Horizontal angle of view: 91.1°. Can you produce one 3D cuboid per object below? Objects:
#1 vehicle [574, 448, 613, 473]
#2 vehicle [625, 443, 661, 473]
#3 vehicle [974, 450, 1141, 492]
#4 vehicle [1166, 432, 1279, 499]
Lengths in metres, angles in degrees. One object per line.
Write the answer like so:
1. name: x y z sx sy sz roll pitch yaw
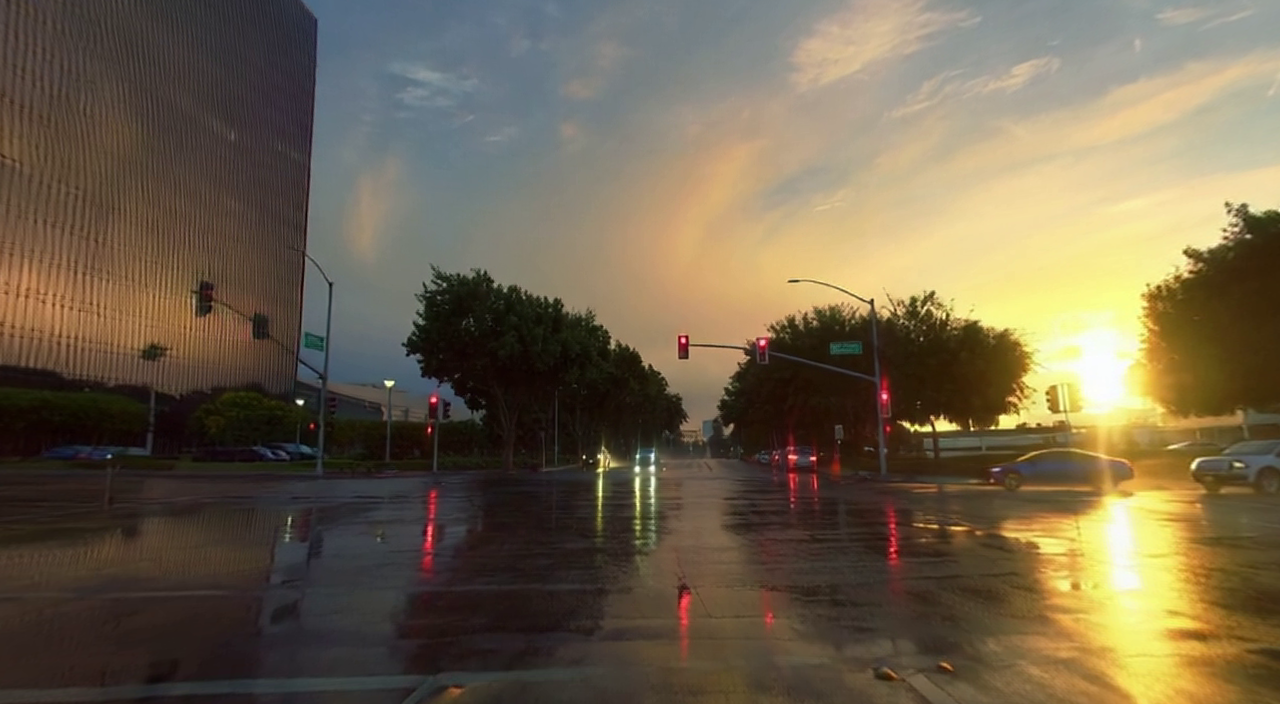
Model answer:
1. vehicle: -2.930 6.961 40.579 2.068 1.486 4.664 0 -9 2
2. vehicle: 0.233 6.362 37.877 2.018 1.699 4.751 0 -9 1
3. vehicle: 15.923 4.541 24.229 4.896 1.503 1.971 -2 -9 9
4. vehicle: 20.473 3.488 19.551 5.832 1.949 2.444 0 -9 1
